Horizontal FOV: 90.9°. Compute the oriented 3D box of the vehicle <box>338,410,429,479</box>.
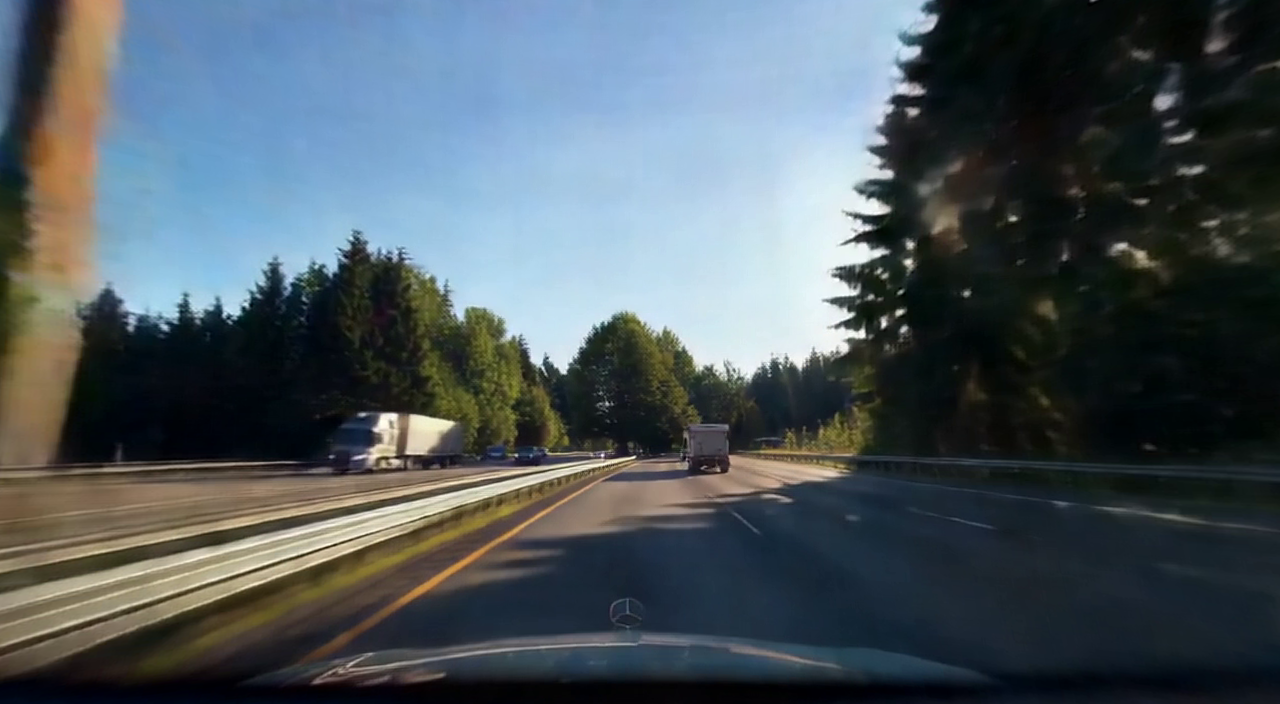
[{"bbox_3d":[-15.957,5.868,39.764,2.992,4.002,5.884,0,-9,1],"label":"vehicle"}]
